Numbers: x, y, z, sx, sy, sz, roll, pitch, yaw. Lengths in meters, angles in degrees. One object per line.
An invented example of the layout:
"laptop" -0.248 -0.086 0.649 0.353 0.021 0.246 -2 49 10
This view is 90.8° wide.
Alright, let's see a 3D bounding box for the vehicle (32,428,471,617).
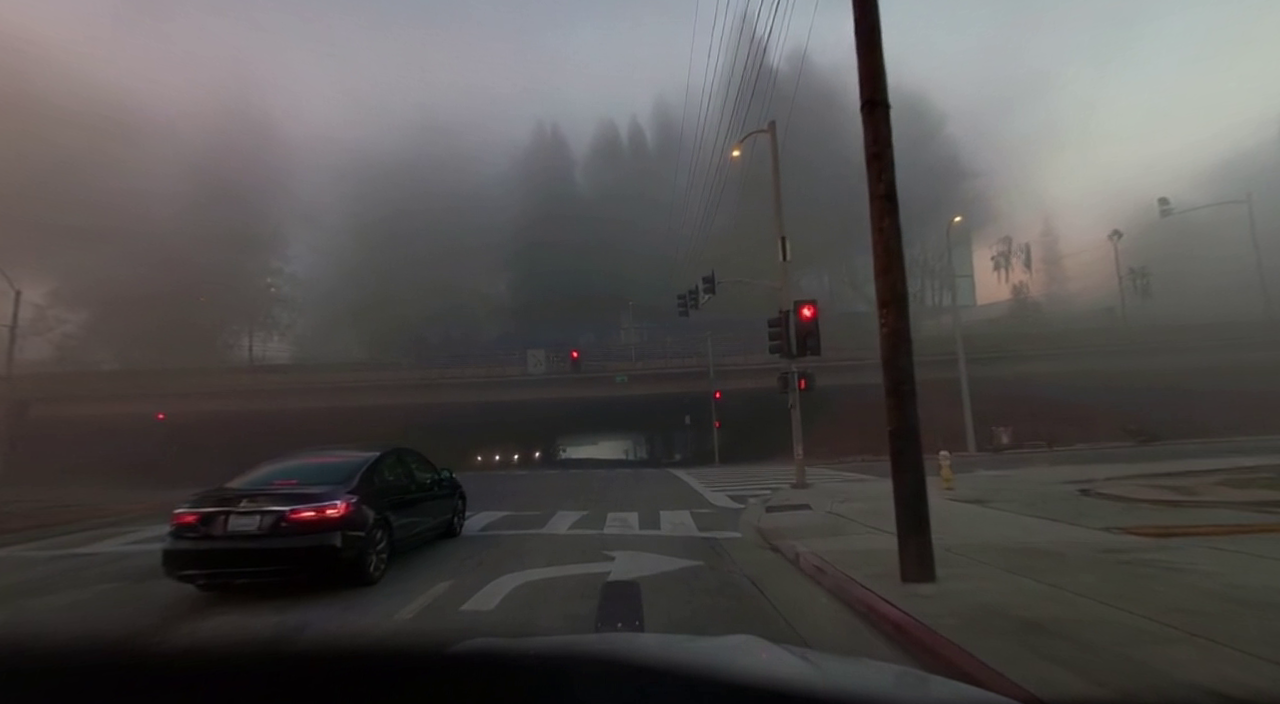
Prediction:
"vehicle" -3.670 1.680 7.285 2.154 1.465 4.532 0 -8 0
